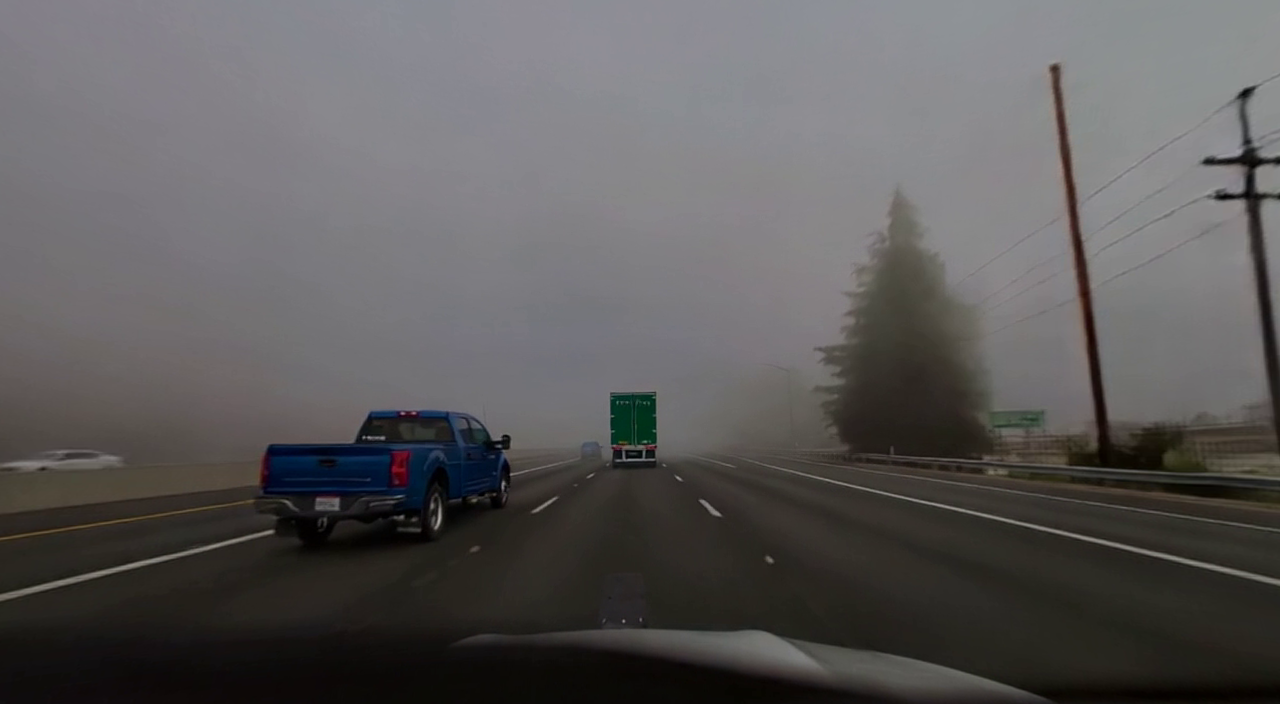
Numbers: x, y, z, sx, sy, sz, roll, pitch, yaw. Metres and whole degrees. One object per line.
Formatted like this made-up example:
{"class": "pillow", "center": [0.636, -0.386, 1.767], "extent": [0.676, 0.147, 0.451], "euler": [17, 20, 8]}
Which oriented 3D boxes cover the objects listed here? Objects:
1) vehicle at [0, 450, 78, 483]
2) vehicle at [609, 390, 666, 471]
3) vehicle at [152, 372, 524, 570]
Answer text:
{"class": "vehicle", "center": [-33.652, 6.154, 34.081], "extent": [1.841, 1.605, 5.098], "euler": [0, -8, 1]}
{"class": "vehicle", "center": [-0.141, 4.914, 38.559], "extent": [2.879, 4.085, 13.125], "euler": [0, -8, 0]}
{"class": "vehicle", "center": [-3.889, 1.762, 10.198], "extent": [2.749, 2.141, 6.515], "euler": [0, -8, 0]}
